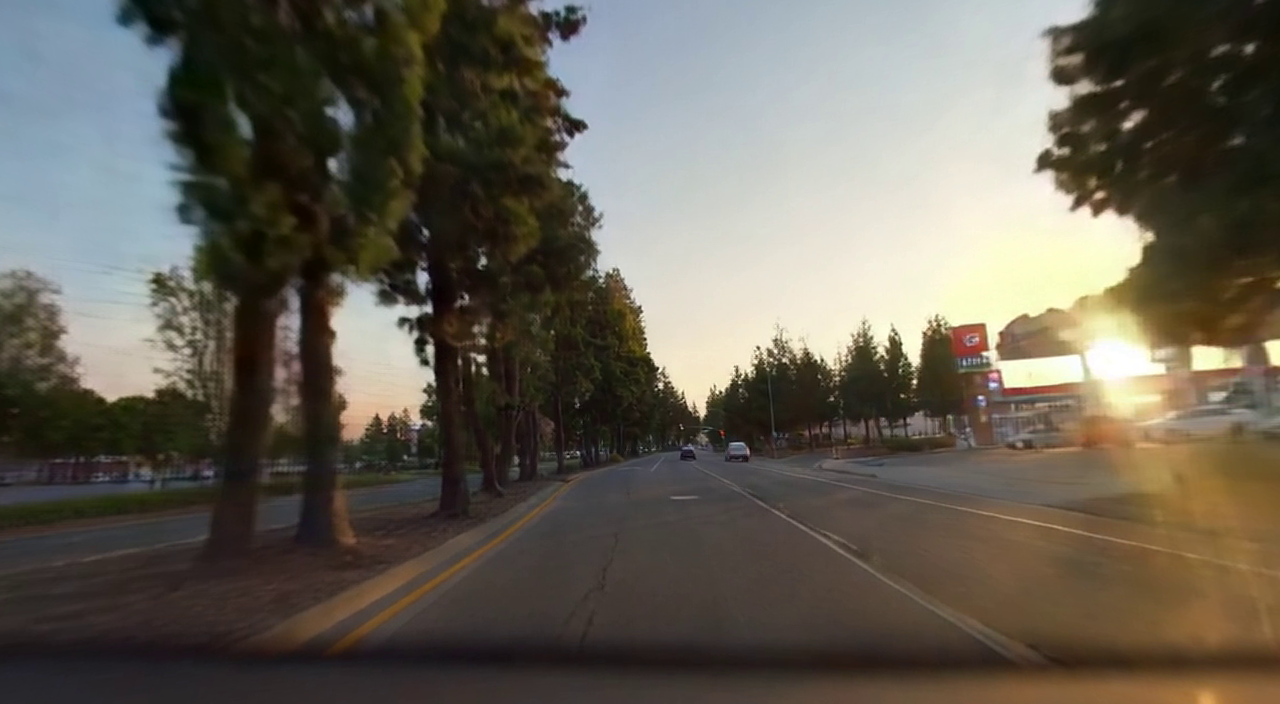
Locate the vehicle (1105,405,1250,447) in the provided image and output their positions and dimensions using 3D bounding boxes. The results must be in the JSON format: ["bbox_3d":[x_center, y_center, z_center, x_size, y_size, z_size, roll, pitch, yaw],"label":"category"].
[{"bbox_3d":[23.130,3.232,27.342,4.326,1.695,1.975,-1,-9,3],"label":"vehicle"}]

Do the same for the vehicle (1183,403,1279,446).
[{"bbox_3d":[23.576,2.783,24.104,3.778,1.546,1.949,-1,-9,1],"label":"vehicle"}]
